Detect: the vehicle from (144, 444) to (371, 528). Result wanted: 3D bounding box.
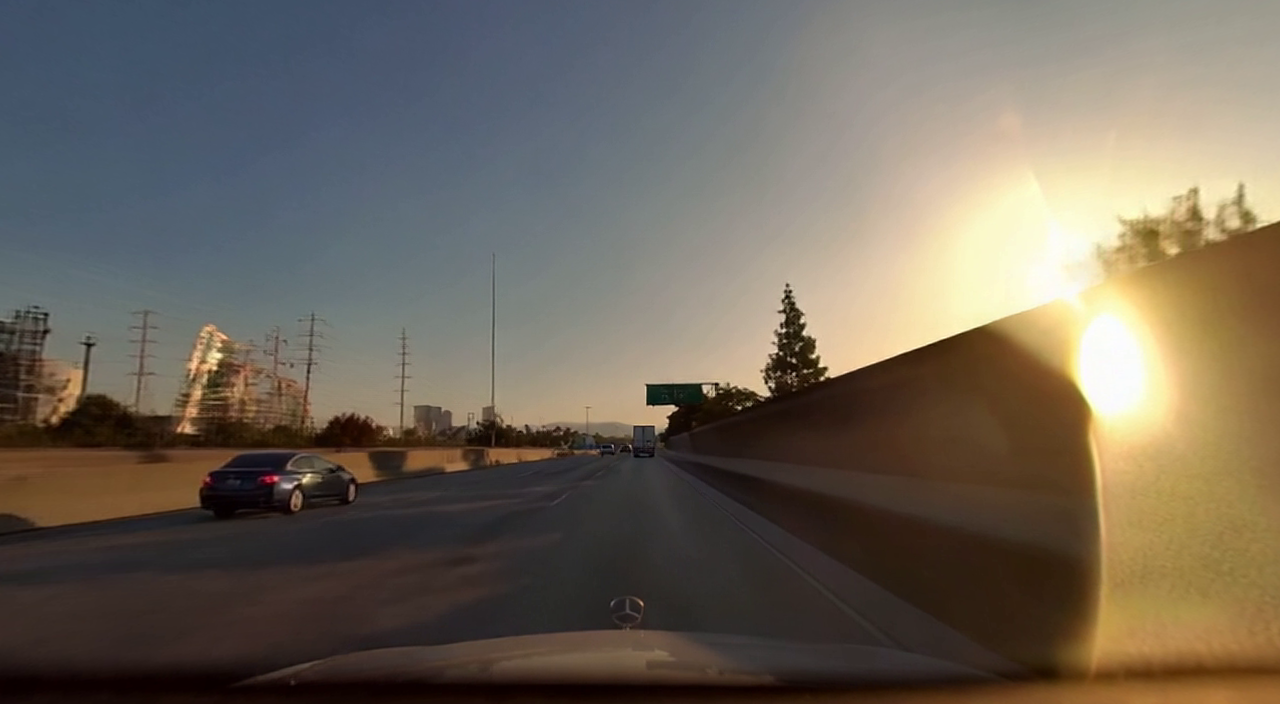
[{"bbox_3d":[-7.751,2.709,13.459,1.979,1.470,4.485,0,-8,1],"label":"vehicle"}]
